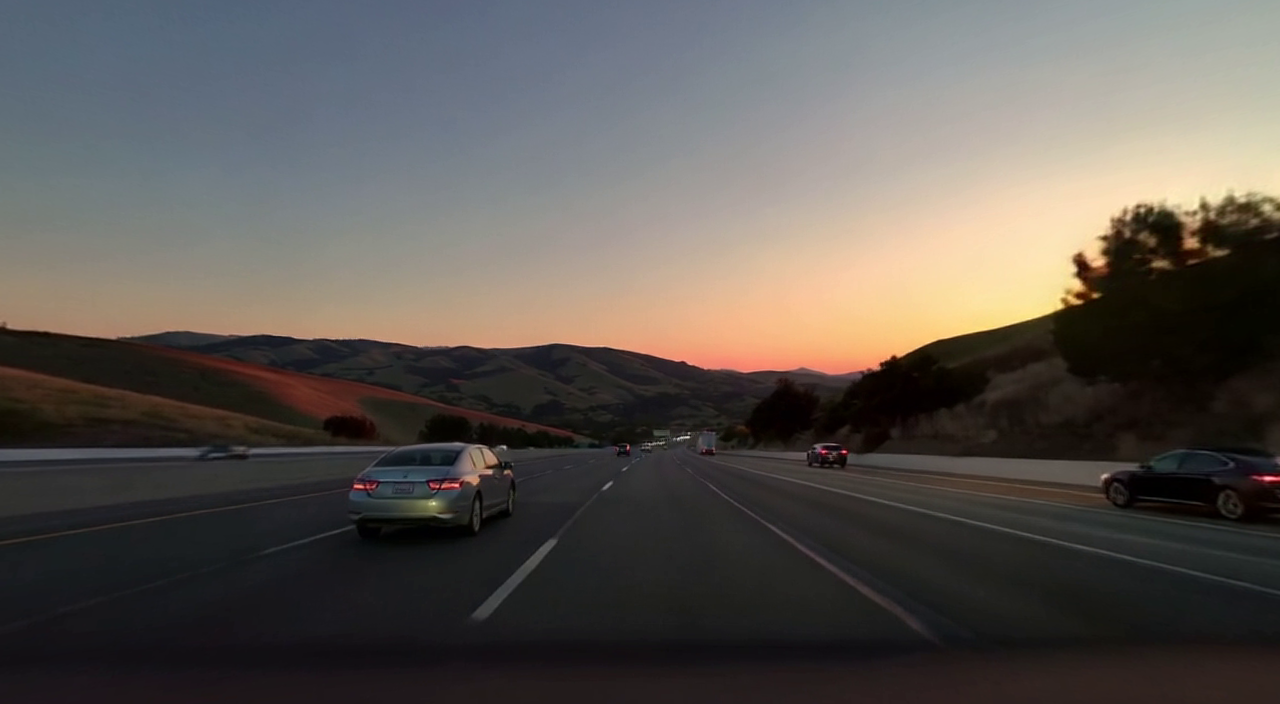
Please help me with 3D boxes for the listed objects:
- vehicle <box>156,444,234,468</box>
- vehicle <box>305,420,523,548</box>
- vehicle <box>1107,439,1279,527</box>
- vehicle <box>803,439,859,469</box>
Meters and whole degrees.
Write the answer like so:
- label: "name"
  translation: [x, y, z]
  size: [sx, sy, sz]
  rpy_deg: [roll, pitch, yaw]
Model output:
- label: "vehicle"
  translation: [-28.908, 6.727, 40.963]
  size: [1.758, 1.465, 4.487]
  rpy_deg: [0, -8, 1]
- label: "vehicle"
  translation: [-3.257, 1.977, 10.008]
  size: [1.967, 1.615, 3.886]
  rpy_deg: [0, -8, 1]
- label: "vehicle"
  translation: [11.561, 2.382, 11.807]
  size: [1.982, 1.443, 4.635]
  rpy_deg: [0, -9, 0]
- label: "vehicle"
  translation: [11.849, 6.356, 39.211]
  size: [2.062, 1.736, 4.589]
  rpy_deg: [0, -8, 0]
